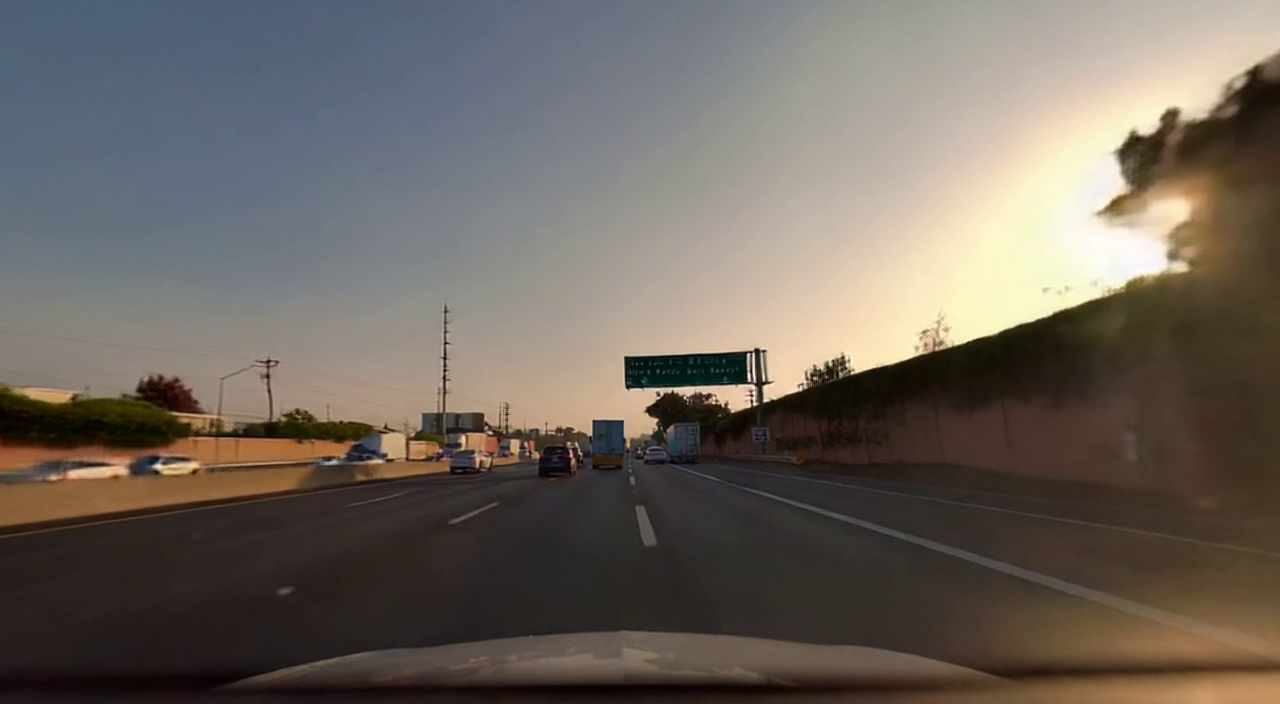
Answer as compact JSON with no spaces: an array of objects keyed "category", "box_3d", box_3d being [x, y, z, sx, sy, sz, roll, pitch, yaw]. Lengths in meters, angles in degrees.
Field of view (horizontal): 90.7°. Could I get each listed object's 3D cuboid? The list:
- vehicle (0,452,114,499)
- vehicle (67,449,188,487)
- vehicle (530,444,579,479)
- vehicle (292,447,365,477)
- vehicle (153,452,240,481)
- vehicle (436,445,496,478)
[{"category":"vehicle","box_3d":[-21.613,4.344,22.676,1.867,1.493,4.311,0,-9,-1]},{"category":"vehicle","box_3d":[-25.353,5.728,31.590,1.941,1.702,4.949,0,-9,-2]},{"category":"vehicle","box_3d":[-4.293,5.557,32.357,2.132,1.679,4.045,0,-9,-3]},{"category":"vehicle","box_3d":[-18.390,6.511,37.643,2.030,1.629,4.673,0,-9,-1]},{"category":"vehicle","box_3d":[-25.445,6.550,36.490,2.089,1.529,4.075,0,-9,-1]},{"category":"vehicle","box_3d":[-9.672,6.112,35.586,2.129,1.717,4.593,0,-9,-1]}]
